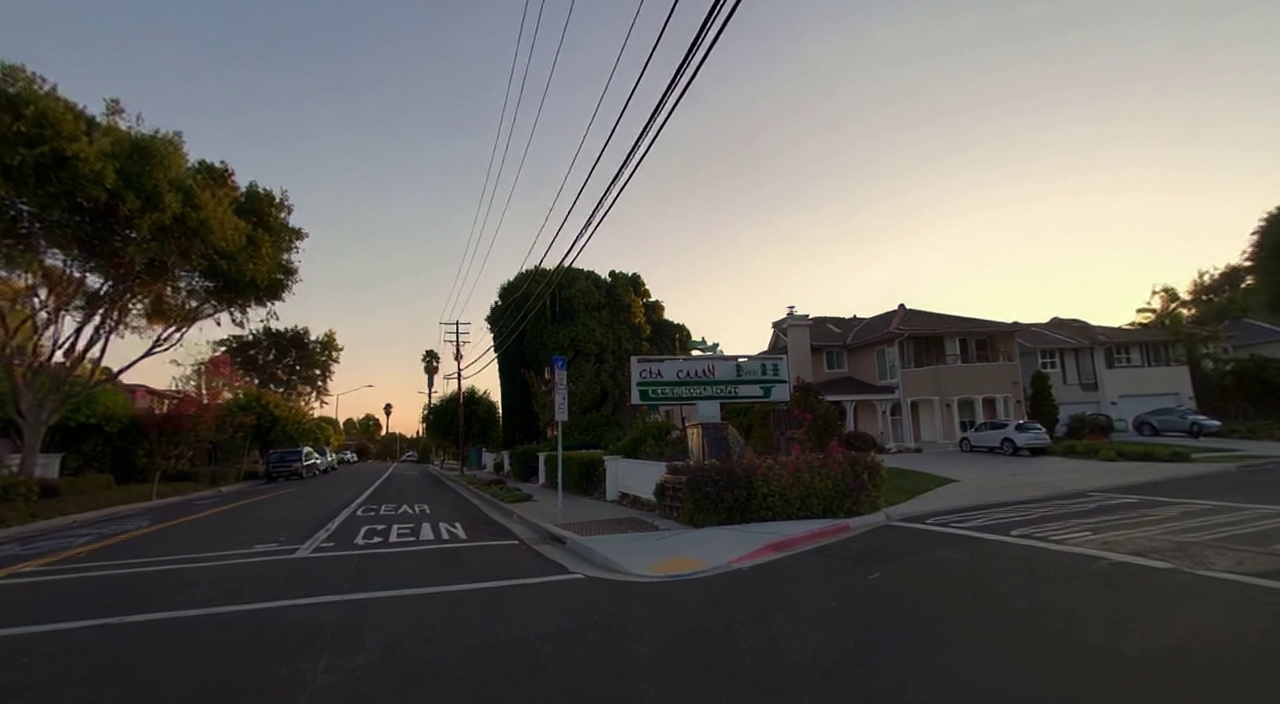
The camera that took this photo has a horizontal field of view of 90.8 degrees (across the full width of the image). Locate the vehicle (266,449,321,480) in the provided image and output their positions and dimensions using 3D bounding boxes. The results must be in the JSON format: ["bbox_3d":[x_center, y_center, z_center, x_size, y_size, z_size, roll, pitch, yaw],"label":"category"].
[{"bbox_3d":[-21.998,7.114,40.309,2.203,1.787,4.704,3,-9,-19],"label":"vehicle"}]
